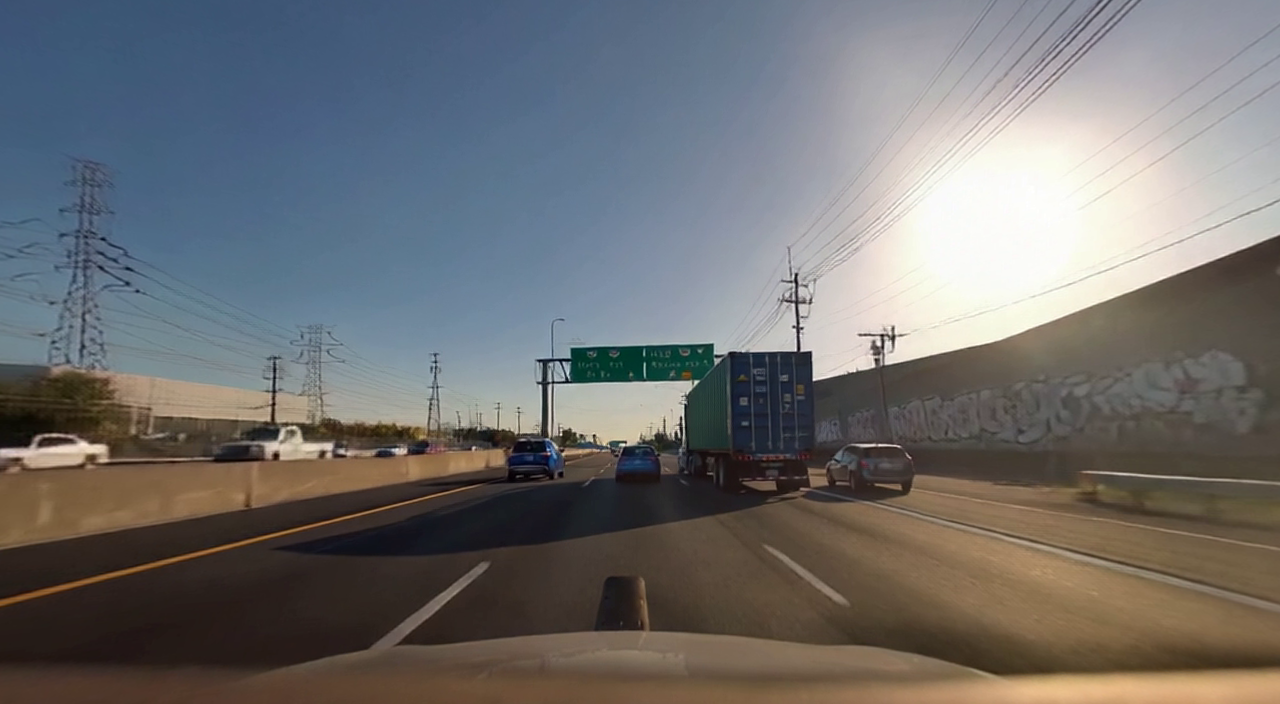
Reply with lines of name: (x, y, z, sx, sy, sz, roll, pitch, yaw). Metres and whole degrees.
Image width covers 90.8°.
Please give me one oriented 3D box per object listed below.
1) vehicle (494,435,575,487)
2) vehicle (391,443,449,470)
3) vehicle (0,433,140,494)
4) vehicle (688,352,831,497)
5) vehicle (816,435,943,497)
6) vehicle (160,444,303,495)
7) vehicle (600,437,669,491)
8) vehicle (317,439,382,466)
vehicle: (-3.990, 4.228, 24.741, 2.264, 1.804, 4.584, 0, -9, 2)
vehicle: (-13.502, 6.437, 39.062, 2.019, 1.587, 4.565, 0, -9, -2)
vehicle: (-20.742, 3.817, 21.910, 2.215, 1.849, 5.735, 0, -9, -1)
vehicle: (3.816, 2.998, 24.187, 2.800, 4.039, 13.179, 0, -9, 0)
vehicle: (7.389, 3.575, 20.154, 2.202, 1.731, 4.628, 0, -9, 0)
vehicle: (-13.321, 3.818, 20.977, 1.921, 1.494, 4.348, 0, -9, -2)
vehicle: (-0.183, 3.885, 22.240, 2.191, 1.685, 4.015, 0, -9, 0)
vehicle: (-21.560, 7.499, 47.166, 2.189, 1.902, 5.881, 0, -9, -2)
